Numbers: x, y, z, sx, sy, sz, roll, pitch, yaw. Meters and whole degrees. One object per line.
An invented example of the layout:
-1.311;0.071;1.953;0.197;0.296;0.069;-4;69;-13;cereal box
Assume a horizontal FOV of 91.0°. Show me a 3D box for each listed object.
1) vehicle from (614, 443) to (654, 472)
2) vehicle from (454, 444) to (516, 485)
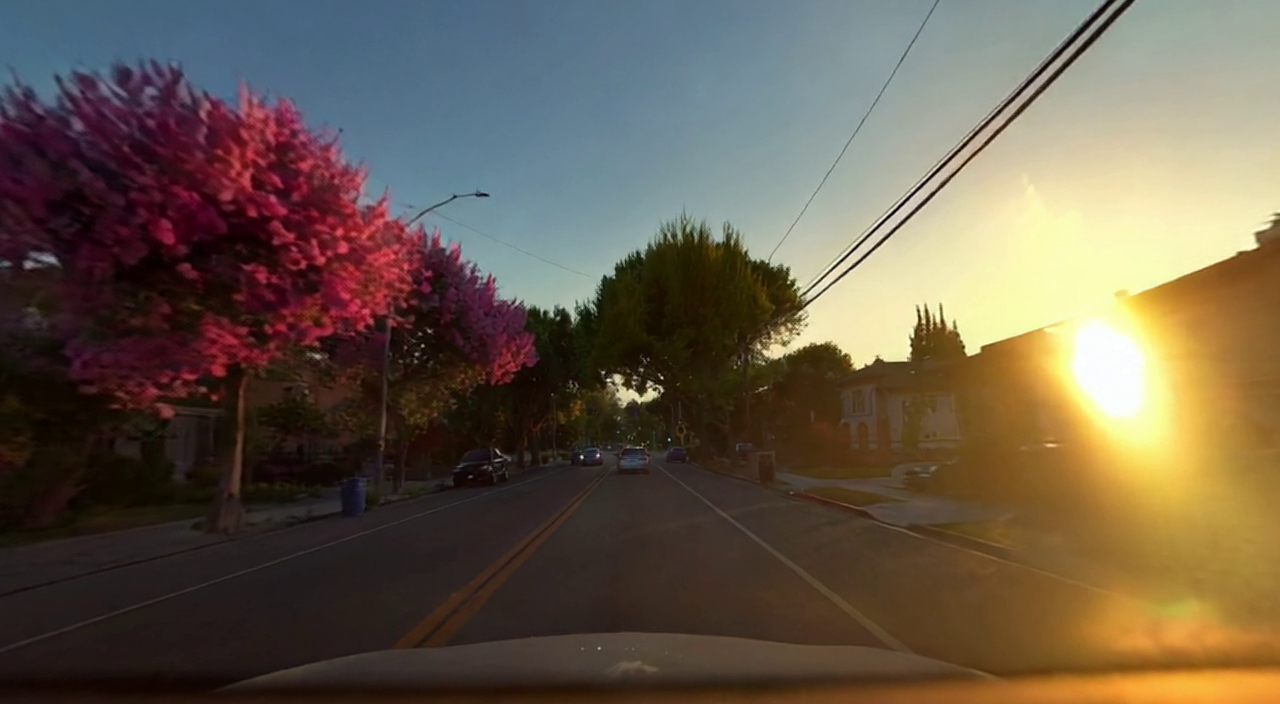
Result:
-0.354;5.784;34.764;2.104;1.500;3.815;0;-8;-1;vehicle
-7.718;5.671;31.764;2.022;1.795;4.337;-3;-10;0;vehicle
